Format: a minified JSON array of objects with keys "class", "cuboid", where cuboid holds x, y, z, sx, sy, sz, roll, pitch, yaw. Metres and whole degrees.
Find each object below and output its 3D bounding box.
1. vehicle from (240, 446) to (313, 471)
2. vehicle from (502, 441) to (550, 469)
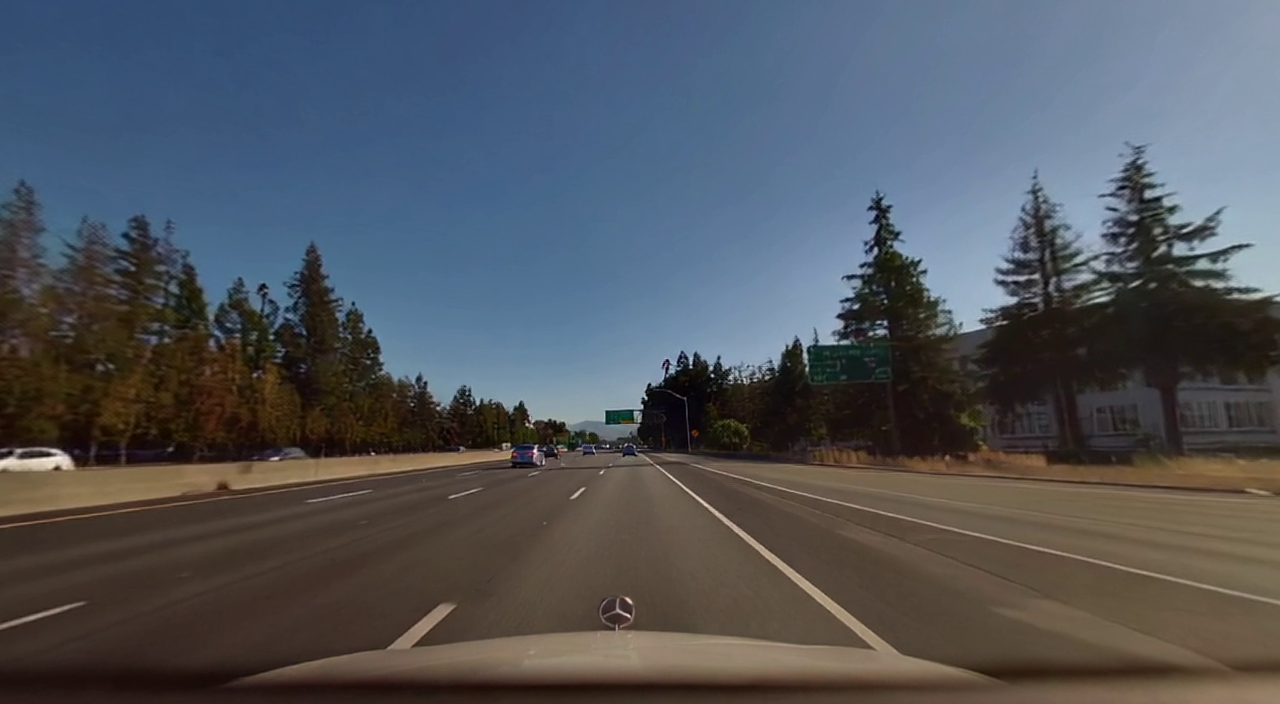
[{"class":"vehicle","cuboid":[-22.780,6.677,39.839,1.942,1.506,4.477,0,-9,0]},{"class":"vehicle","cuboid":[-6.916,6.283,38.776,2.016,1.606,4.806,0,-9,0]}]
